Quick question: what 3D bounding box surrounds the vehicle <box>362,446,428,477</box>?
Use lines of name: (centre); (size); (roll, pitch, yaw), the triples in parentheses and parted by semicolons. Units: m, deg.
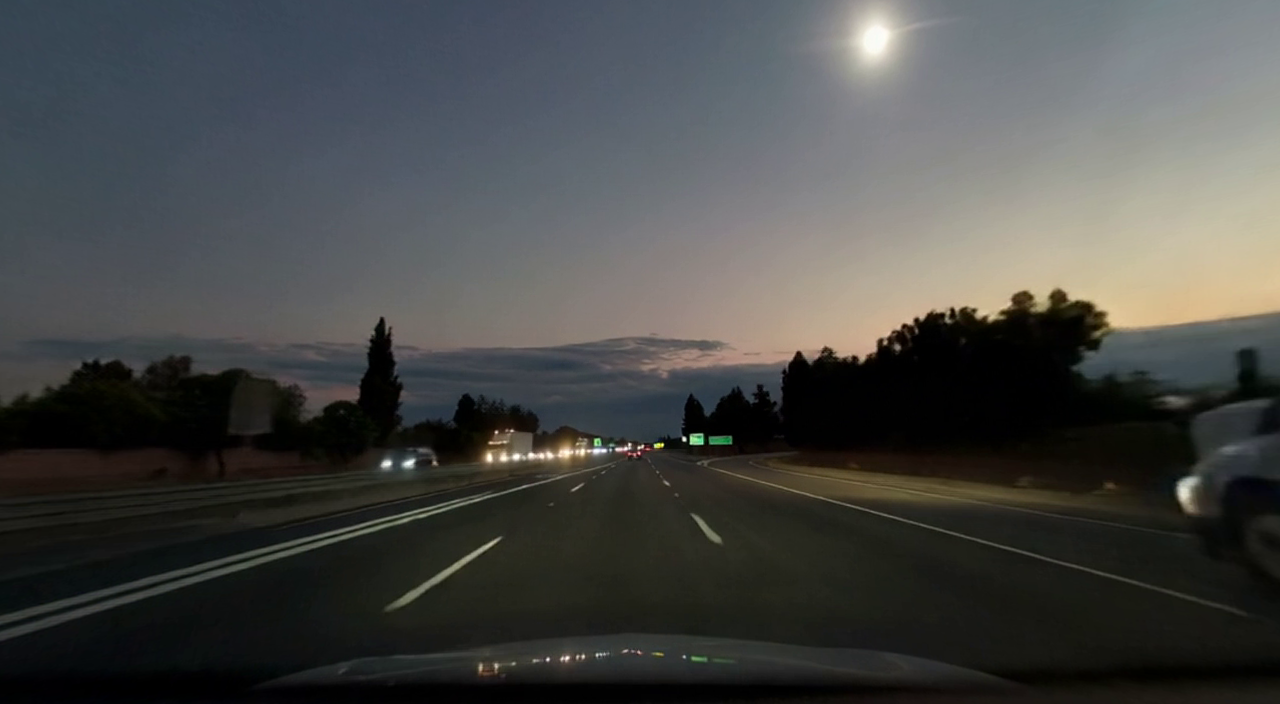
vehicle: (-15.401, 6.879, 40.024); (2.108, 1.829, 4.841); (0, -9, 1)
